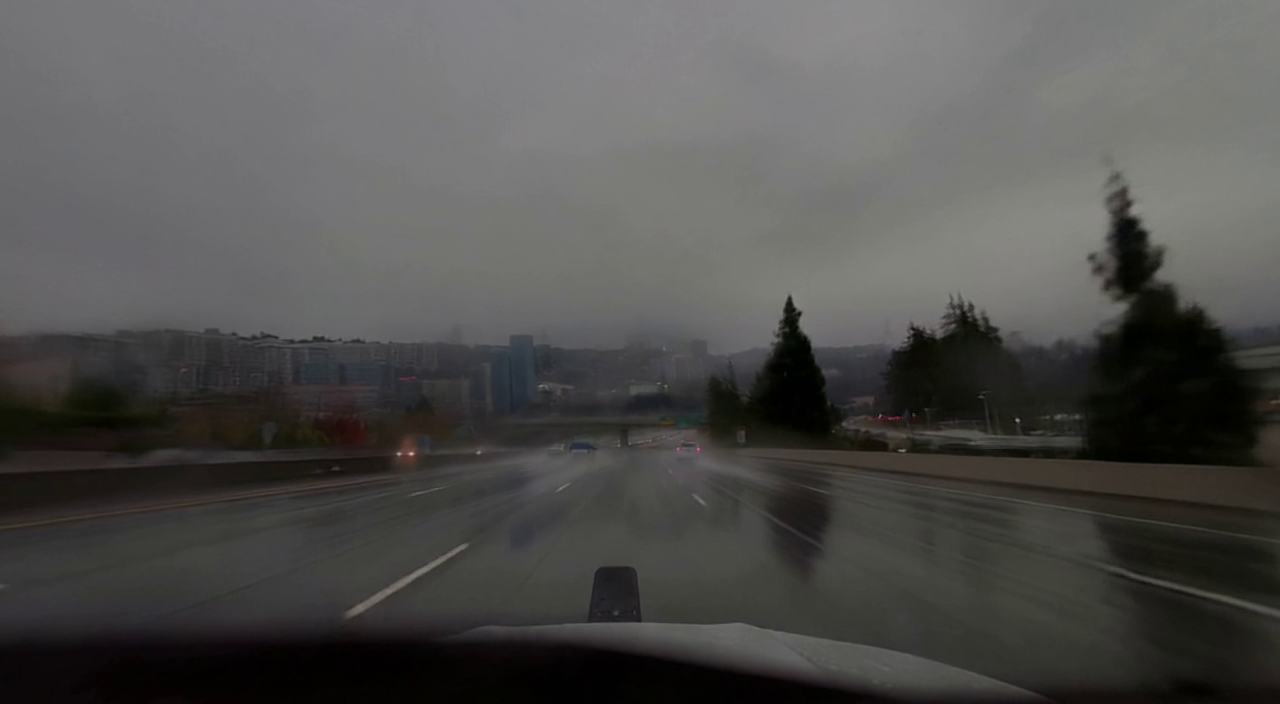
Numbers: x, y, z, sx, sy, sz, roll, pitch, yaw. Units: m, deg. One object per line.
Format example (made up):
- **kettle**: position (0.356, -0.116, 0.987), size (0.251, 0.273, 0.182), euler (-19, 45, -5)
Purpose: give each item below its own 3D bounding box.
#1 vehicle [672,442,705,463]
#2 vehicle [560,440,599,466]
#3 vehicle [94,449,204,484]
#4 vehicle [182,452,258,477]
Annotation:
- **vehicle**: position (3.478, 7.293, 45.870), size (1.967, 1.475, 4.080), euler (0, -8, -1)
- **vehicle**: position (-4.184, 7.075, 44.386), size (2.179, 1.693, 4.204), euler (0, -8, 1)
- **vehicle**: position (-23.818, 5.520, 30.876), size (1.860, 1.566, 4.315), euler (0, -9, 0)
- **vehicle**: position (-27.236, 7.302, 41.164), size (1.804, 1.461, 4.501), euler (0, -9, 0)
